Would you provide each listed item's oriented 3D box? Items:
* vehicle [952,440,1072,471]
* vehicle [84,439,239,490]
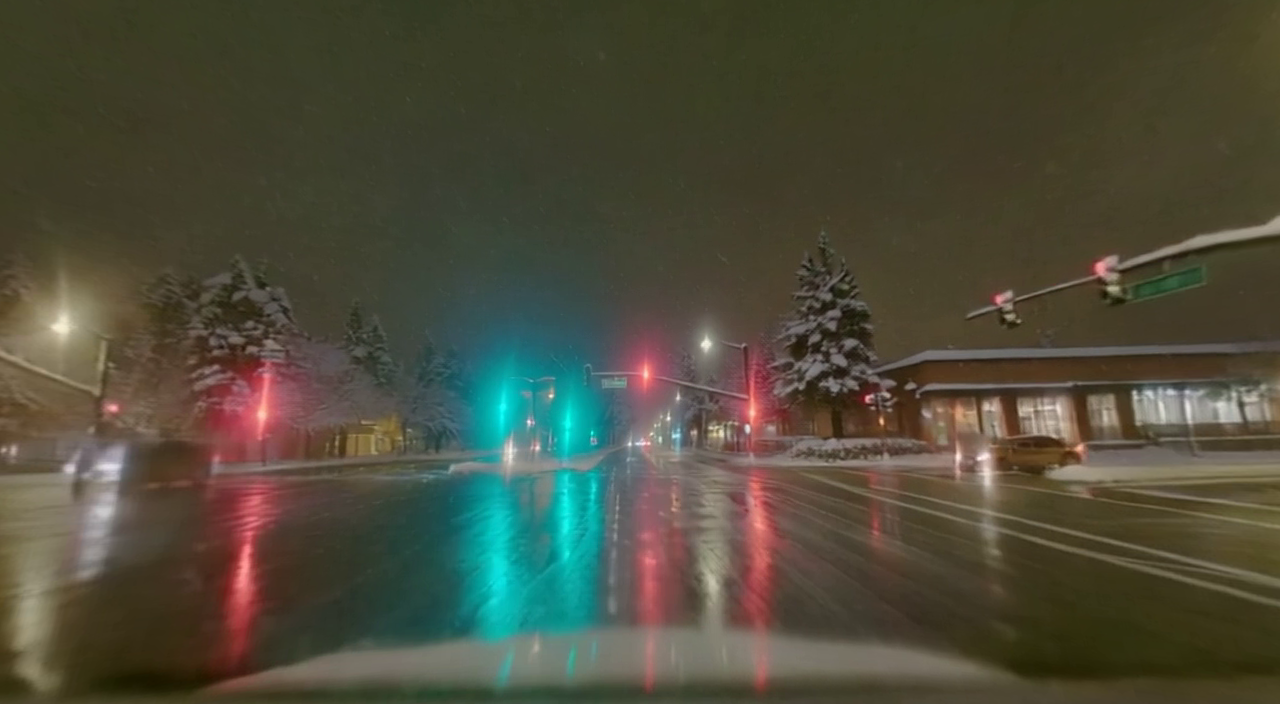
[{"bbox_3d":[17.732,4.949,30.137,4.583,1.426,1.892,0,-9,-2],"label":"vehicle"},{"bbox_3d":[-19.070,4.489,25.507,2.010,1.833,5.365,0,-9,0],"label":"vehicle"}]
